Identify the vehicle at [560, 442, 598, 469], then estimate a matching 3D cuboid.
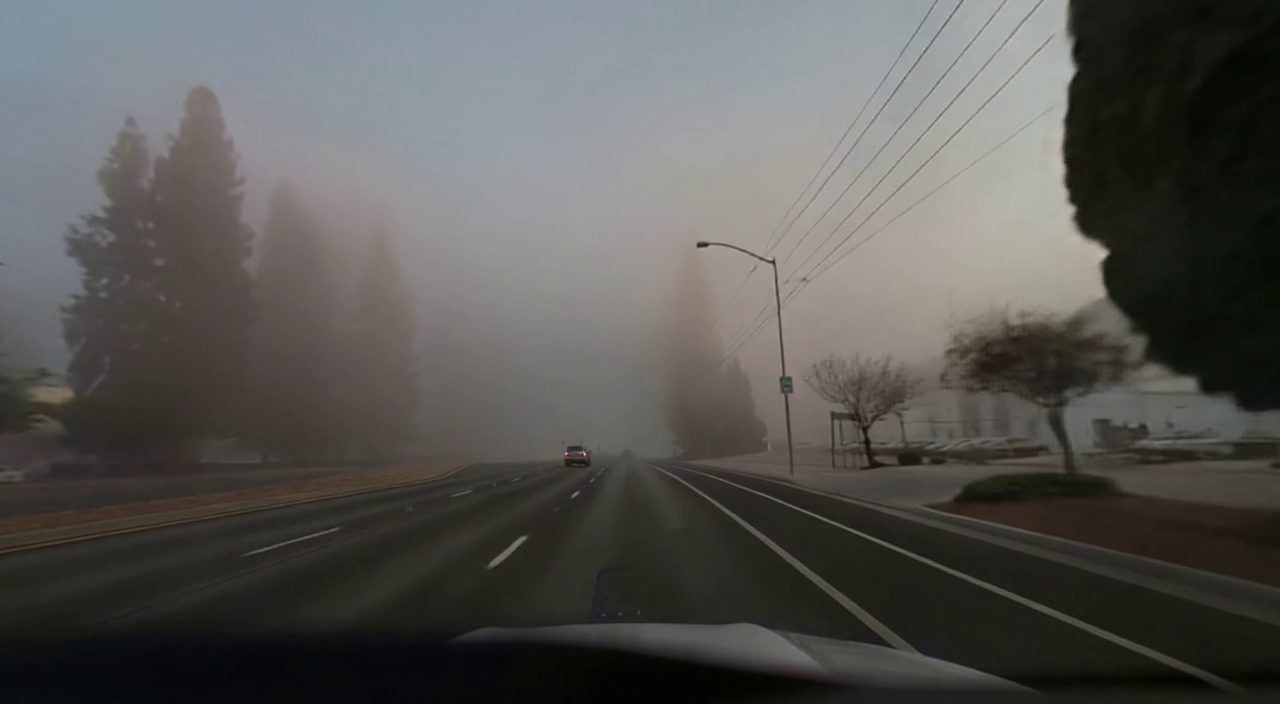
[{"bbox_3d":[-3.953,6.790,41.441,2.121,1.654,3.993,0,-9,-1],"label":"vehicle"}]
